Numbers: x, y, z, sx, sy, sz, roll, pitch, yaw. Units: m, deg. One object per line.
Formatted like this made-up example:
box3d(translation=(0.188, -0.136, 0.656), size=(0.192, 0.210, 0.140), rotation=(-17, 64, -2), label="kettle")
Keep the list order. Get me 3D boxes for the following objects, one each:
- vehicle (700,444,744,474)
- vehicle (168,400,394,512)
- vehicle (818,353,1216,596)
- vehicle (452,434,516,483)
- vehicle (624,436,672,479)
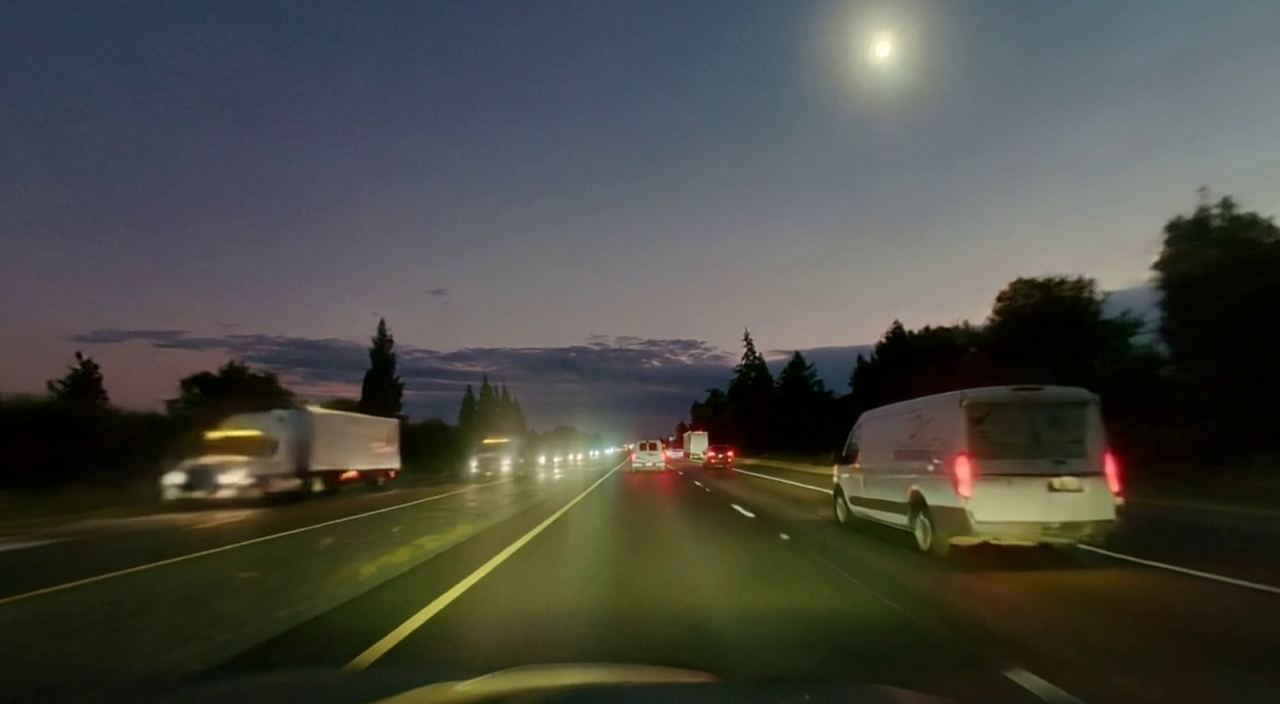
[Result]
box3d(translation=(4.591, 6.027, 35.736), size=(1.868, 1.566, 3.509), rotation=(0, -9, -2), label="vehicle")
box3d(translation=(-13.683, 4.158, 25.691), size=(3.003, 3.610, 10.351), rotation=(0, -9, 0), label="vehicle")
box3d(translation=(4.232, 1.495, 8.389), size=(2.232, 2.290, 4.720), rotation=(0, -9, -1), label="vehicle")
box3d(translation=(-8.652, 5.939, 35.593), size=(2.171, 2.512, 5.597), rotation=(0, -9, 0), label="vehicle")
box3d(translation=(0.381, 5.061, 30.454), size=(2.143, 1.925, 4.101), rotation=(0, -9, 0), label="vehicle")
